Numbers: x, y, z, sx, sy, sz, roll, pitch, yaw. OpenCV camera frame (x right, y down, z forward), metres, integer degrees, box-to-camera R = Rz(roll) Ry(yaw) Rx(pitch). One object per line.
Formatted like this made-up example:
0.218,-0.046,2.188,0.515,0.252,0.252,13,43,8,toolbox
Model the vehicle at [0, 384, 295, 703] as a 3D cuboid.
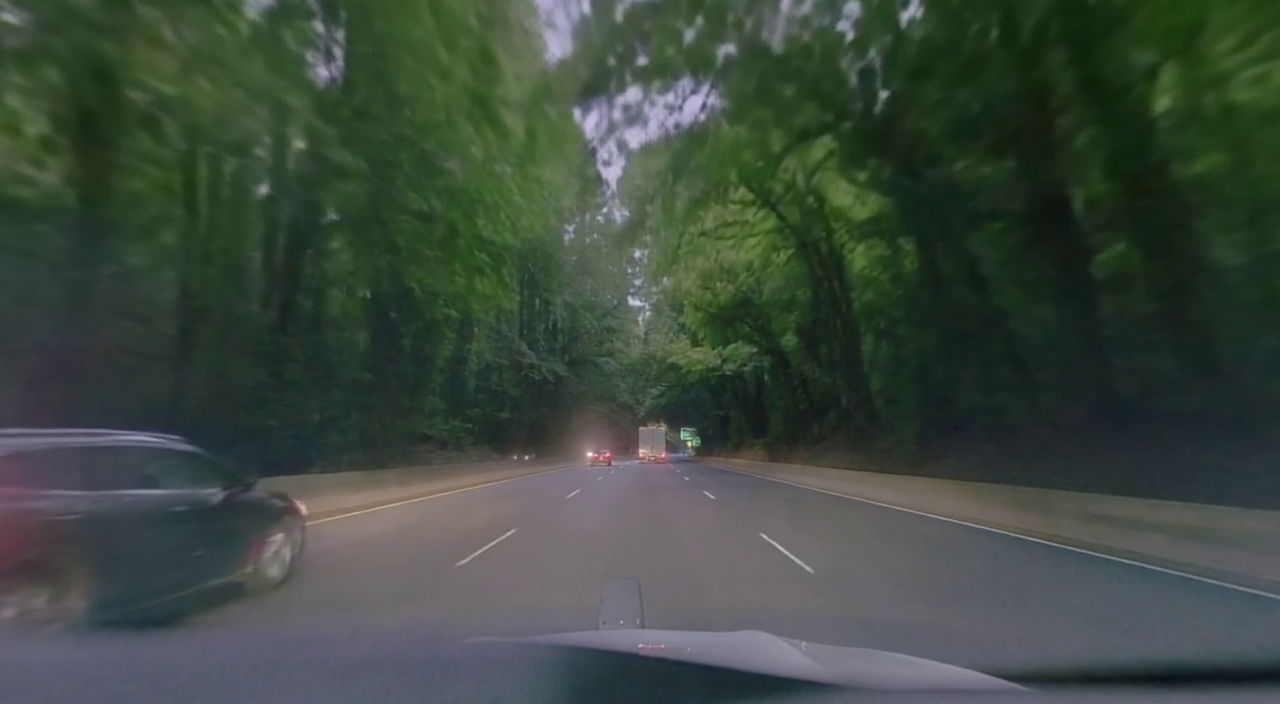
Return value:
-3.933,1.001,3.090,2.057,1.618,4.212,0,-9,0,vehicle
